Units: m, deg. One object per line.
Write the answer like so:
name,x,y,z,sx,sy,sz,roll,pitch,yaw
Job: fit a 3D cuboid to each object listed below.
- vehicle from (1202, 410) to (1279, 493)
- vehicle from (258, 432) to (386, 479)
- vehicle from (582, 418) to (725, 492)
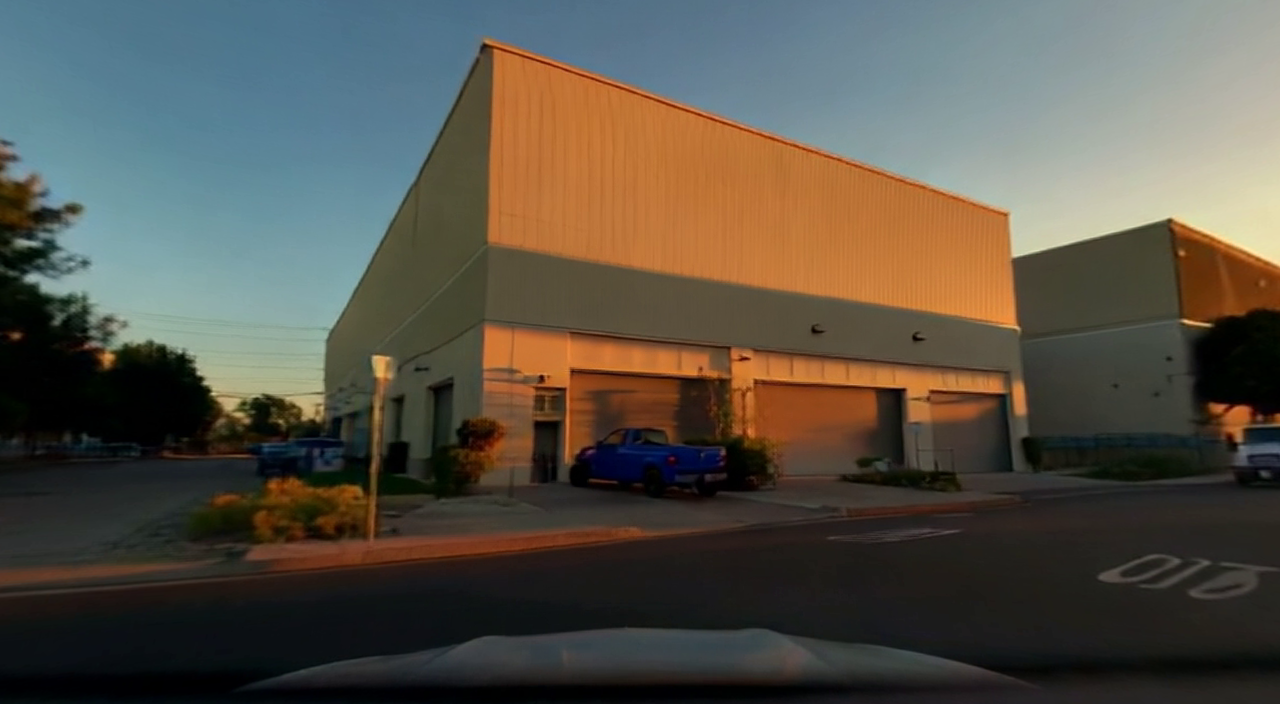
vehicle,35.351,5.510,35.324,7.722,4.217,3.111,4,-10,-30
vehicle,-15.380,4.973,30.610,5.207,2.103,1.997,5,-10,-34
vehicle,0.737,4.727,28.626,6.271,3.004,2.298,8,-12,-34
